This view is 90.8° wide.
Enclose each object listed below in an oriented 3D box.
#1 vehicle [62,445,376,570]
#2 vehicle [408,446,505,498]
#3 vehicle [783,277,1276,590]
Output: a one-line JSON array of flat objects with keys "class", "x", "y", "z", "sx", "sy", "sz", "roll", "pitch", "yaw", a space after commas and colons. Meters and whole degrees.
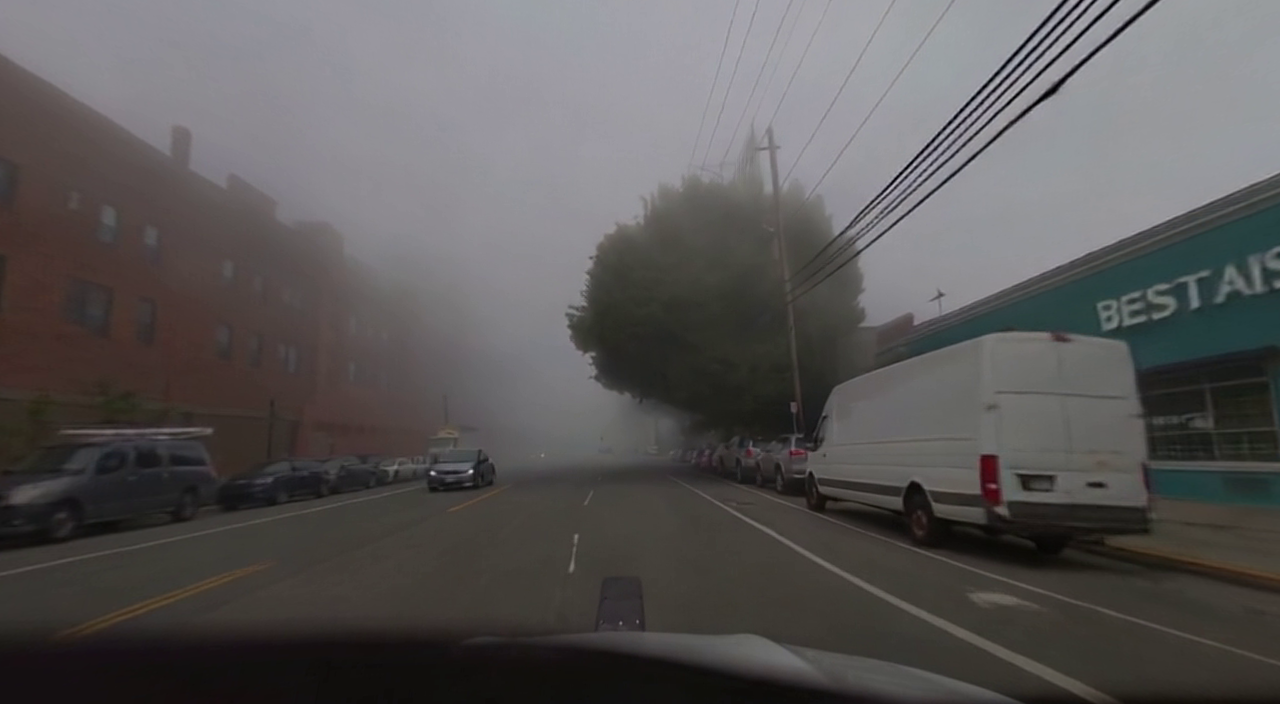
[{"class": "vehicle", "x": -5.992, "y": 2.200, "z": 9.843, "sx": 1.845, "sy": 1.469, "sz": 4.413, "roll": 0, "pitch": -8, "yaw": 0}, {"class": "vehicle", "x": -5.813, "y": 3.810, "z": 20.598, "sx": 1.925, "sy": 1.479, "sz": 4.444, "roll": 0, "pitch": -8, "yaw": -2}, {"class": "vehicle", "x": 4.846, "y": 1.331, "z": 10.316, "sx": 2.815, "sy": 3.203, "sz": 7.558, "roll": 0, "pitch": -8, "yaw": -3}]
